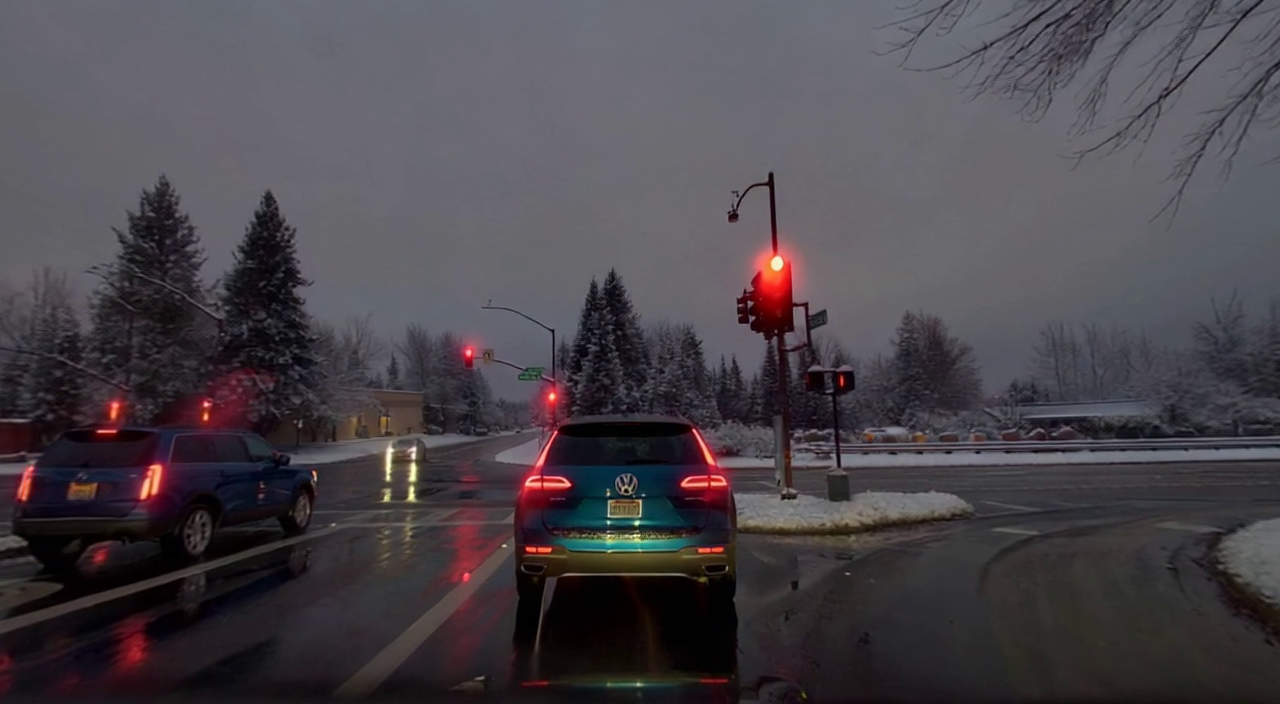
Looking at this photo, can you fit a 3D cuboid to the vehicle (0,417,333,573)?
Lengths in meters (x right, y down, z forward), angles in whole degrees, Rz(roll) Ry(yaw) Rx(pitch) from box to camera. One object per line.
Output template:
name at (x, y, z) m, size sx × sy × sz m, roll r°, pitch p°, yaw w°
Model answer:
vehicle at (-6.405, 1.900, 9.133) m, size 2.020 × 1.695 × 4.187 m, roll 1°, pitch -9°, yaw -5°

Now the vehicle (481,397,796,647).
vehicle at (-0.157, 1.458, 6.445) m, size 2.154 × 1.670 × 4.140 m, roll 1°, pitch -9°, yaw -5°
